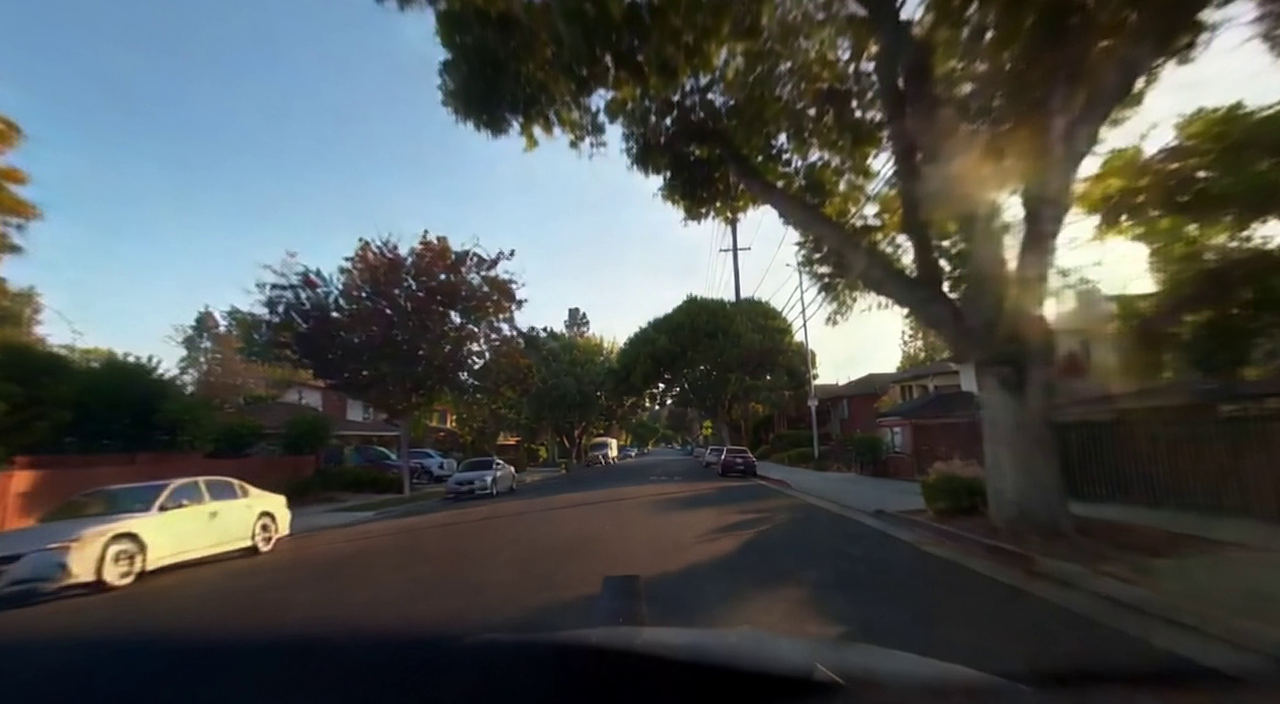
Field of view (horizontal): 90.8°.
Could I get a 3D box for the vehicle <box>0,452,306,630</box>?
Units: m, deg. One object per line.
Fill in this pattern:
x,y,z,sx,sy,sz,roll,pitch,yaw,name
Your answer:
-6.756,2.201,8.319,2.061,1.466,4.660,-4,-7,3,vehicle

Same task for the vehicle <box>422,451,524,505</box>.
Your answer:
-5.875,4.468,22.883,2.062,1.500,4.629,-4,-8,5,vehicle

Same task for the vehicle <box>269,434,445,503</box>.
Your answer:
-10.422,4.312,24.114,2.416,2.211,6.384,-3,-9,17,vehicle

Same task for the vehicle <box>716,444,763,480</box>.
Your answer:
4.543,5.062,29.378,1.903,1.500,4.057,-1,-8,5,vehicle
